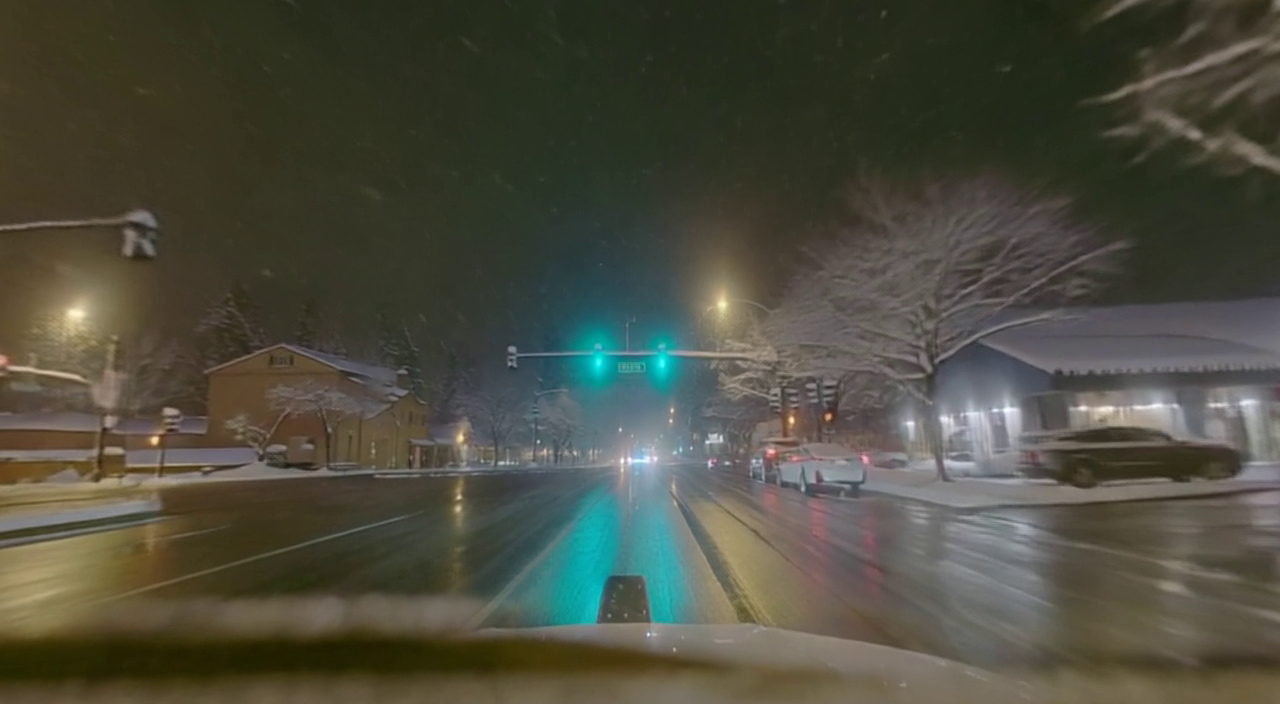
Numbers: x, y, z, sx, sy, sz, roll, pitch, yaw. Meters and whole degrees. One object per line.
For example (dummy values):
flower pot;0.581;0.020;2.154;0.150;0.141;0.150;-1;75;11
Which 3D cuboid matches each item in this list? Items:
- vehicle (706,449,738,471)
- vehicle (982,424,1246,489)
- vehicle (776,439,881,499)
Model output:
vehicle;6.368;8.420;49.299;1.955;1.679;3.890;0;-9;0
vehicle;12.224;2.741;16.578;5.237;1.552;1.954;-1;-9;2
vehicle;5.922;3.734;20.584;1.845;1.664;5.285;0;-9;0
